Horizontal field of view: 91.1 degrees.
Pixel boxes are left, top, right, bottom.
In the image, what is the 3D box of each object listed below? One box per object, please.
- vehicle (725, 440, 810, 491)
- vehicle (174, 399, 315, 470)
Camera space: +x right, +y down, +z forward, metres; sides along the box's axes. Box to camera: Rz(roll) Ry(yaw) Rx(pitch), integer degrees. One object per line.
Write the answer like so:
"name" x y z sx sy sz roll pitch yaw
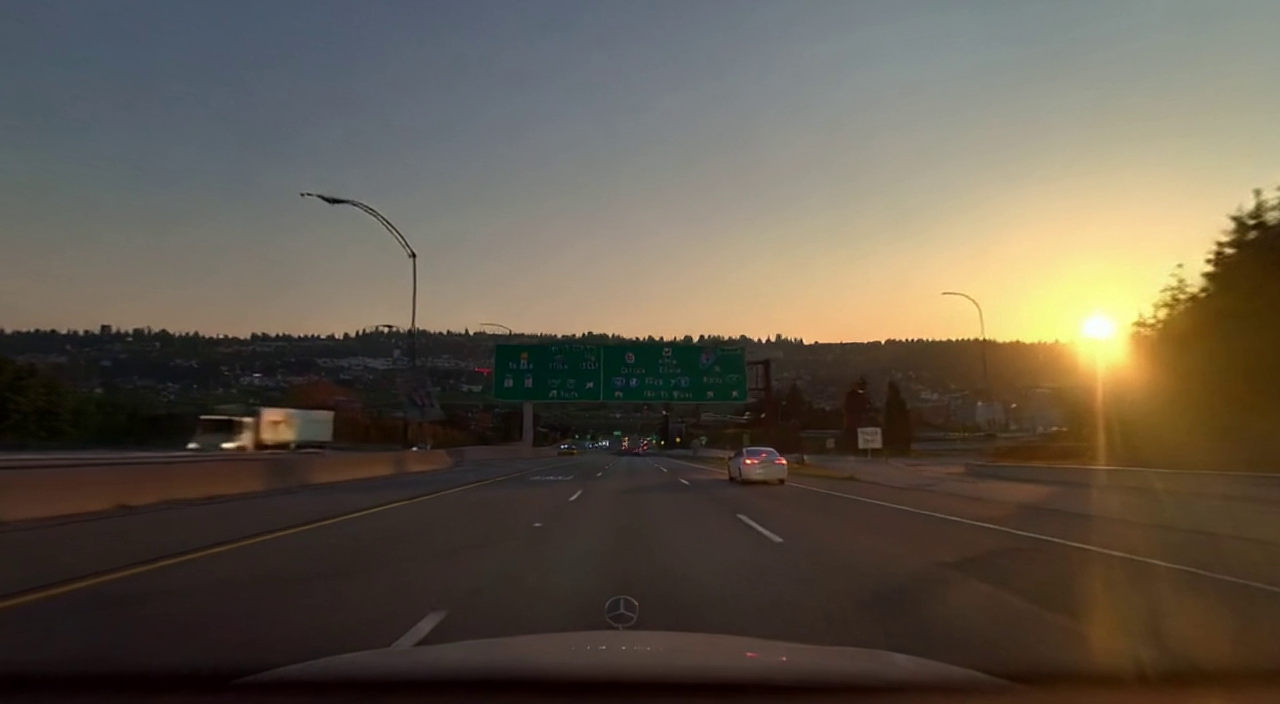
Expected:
"vehicle" 4.217 3.816 21.470 1.984 1.540 3.973 0 -9 -1
"vehicle" -21.223 4.605 34.419 2.693 3.425 7.572 0 -9 0
